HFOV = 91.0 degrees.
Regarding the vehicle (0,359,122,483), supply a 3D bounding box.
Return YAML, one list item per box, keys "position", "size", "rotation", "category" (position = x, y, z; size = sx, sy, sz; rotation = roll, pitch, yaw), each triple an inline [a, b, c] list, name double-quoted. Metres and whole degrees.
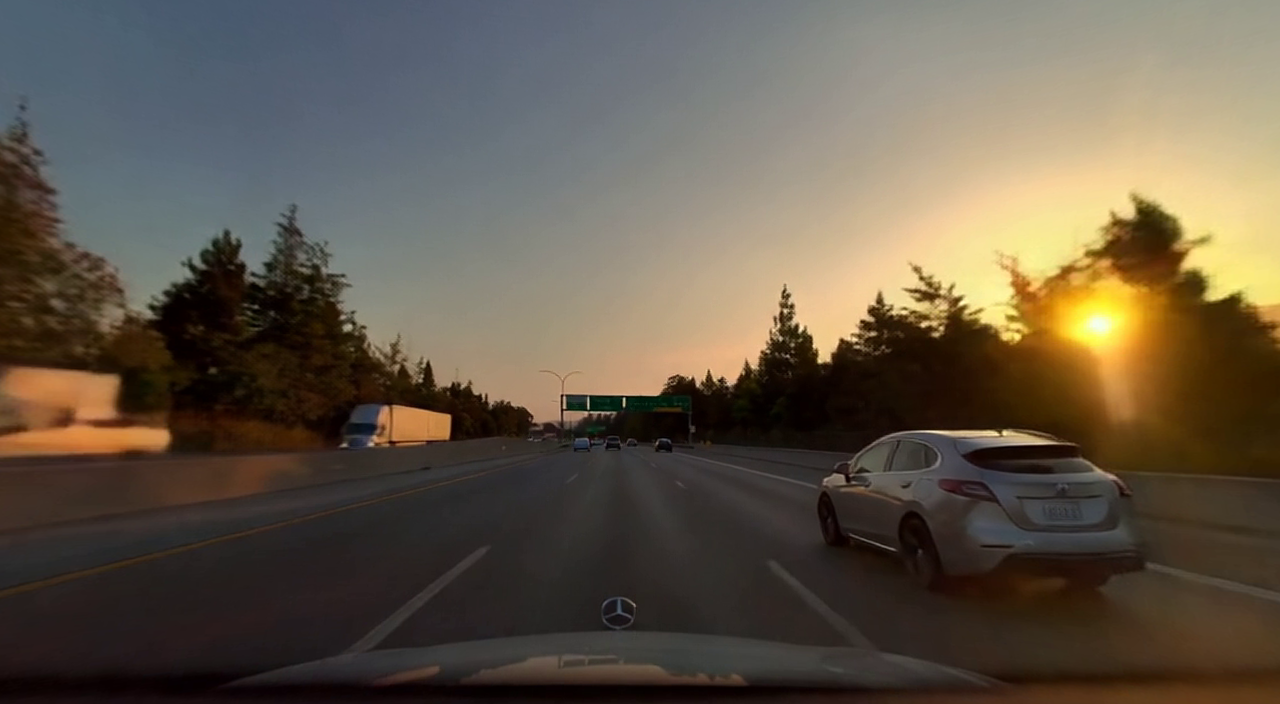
- position: [-15.253, 1.520, 13.798]
  size: [2.366, 2.696, 6.313]
  rotation: [0, -8, 0]
  category: "vehicle"
